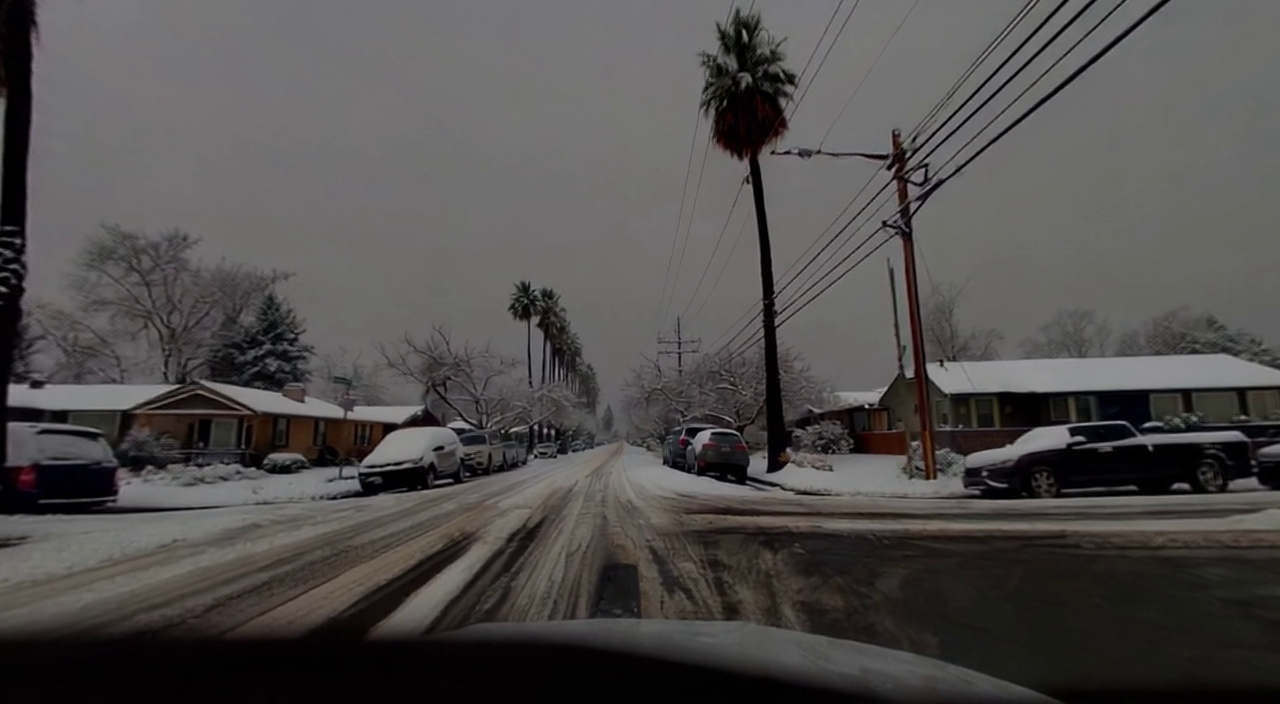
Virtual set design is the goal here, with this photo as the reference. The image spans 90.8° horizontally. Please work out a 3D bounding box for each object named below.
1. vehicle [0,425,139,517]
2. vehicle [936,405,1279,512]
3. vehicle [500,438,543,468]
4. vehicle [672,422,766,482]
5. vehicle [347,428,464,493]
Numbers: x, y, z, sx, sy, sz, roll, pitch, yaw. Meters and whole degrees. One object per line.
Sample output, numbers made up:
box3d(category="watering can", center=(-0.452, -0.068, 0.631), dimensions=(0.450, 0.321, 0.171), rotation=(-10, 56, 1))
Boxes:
box3d(category="vehicle", center=(-14.790, 2.631, 13.634), dimensions=(5.847, 1.766, 2.392), rotation=(-2, -9, -3))
box3d(category="vehicle", center=(10.285, 2.354, 14.238), dimensions=(5.971, 1.967, 2.385), rotation=(-1, -9, -5))
box3d(category="vehicle", center=(-7.945, 6.809, 42.732), dimensions=(2.178, 1.865, 4.658), rotation=(0, -9, -2))
box3d(category="vehicle", center=(2.674, 3.648, 23.241), dimensions=(2.505, 1.895, 5.805), rotation=(0, -9, -2))
box3d(category="vehicle", center=(-6.983, 3.302, 19.439), dimensions=(2.198, 1.724, 4.493), rotation=(0, -9, -5))
